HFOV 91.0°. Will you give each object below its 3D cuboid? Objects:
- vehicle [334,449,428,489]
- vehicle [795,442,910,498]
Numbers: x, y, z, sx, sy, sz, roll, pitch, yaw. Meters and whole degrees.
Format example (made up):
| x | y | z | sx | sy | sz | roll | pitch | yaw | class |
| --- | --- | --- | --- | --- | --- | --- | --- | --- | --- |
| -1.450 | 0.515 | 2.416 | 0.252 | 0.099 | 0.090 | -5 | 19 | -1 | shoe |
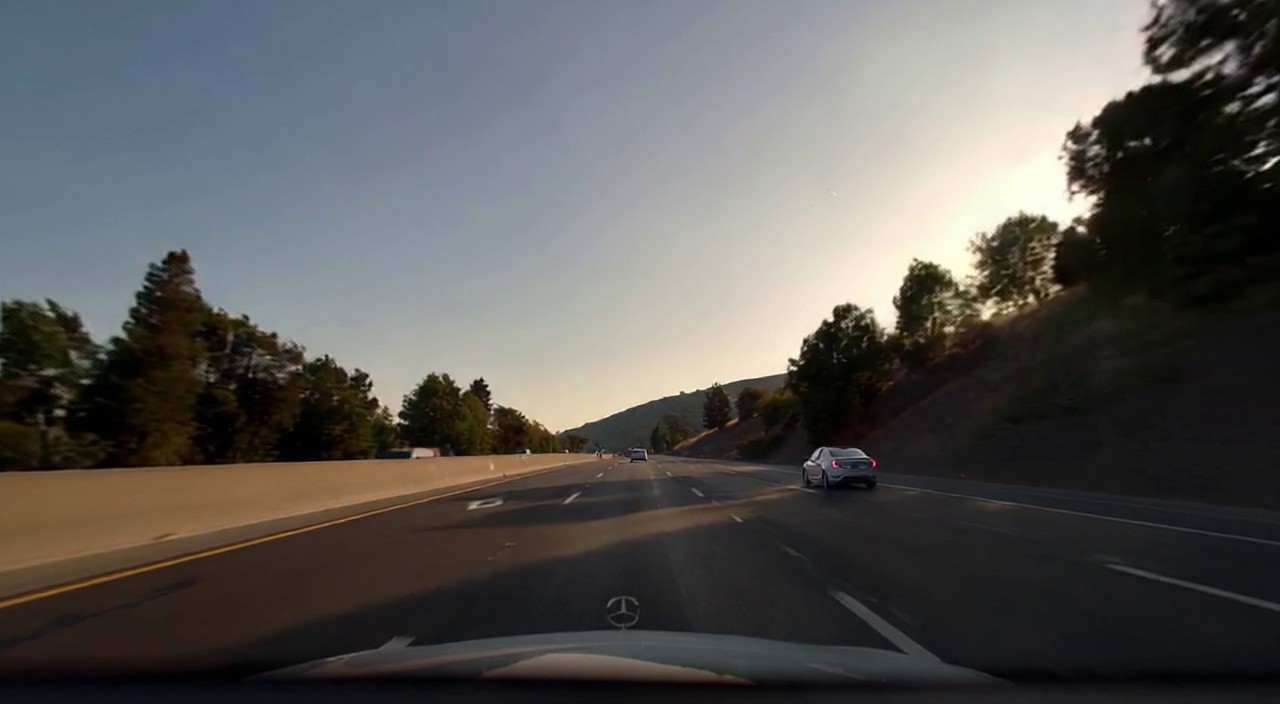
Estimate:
| x | y | z | sx | sy | sz | roll | pitch | yaw | class |
| --- | --- | --- | --- | --- | --- | --- | --- | --- | --- |
| -11.105 | 5.031 | 27.450 | 2.011 | 1.583 | 4.876 | 0 | -9 | 0 | vehicle |
| 6.301 | 3.551 | 19.263 | 1.976 | 1.495 | 4.217 | 0 | -9 | -1 | vehicle |
